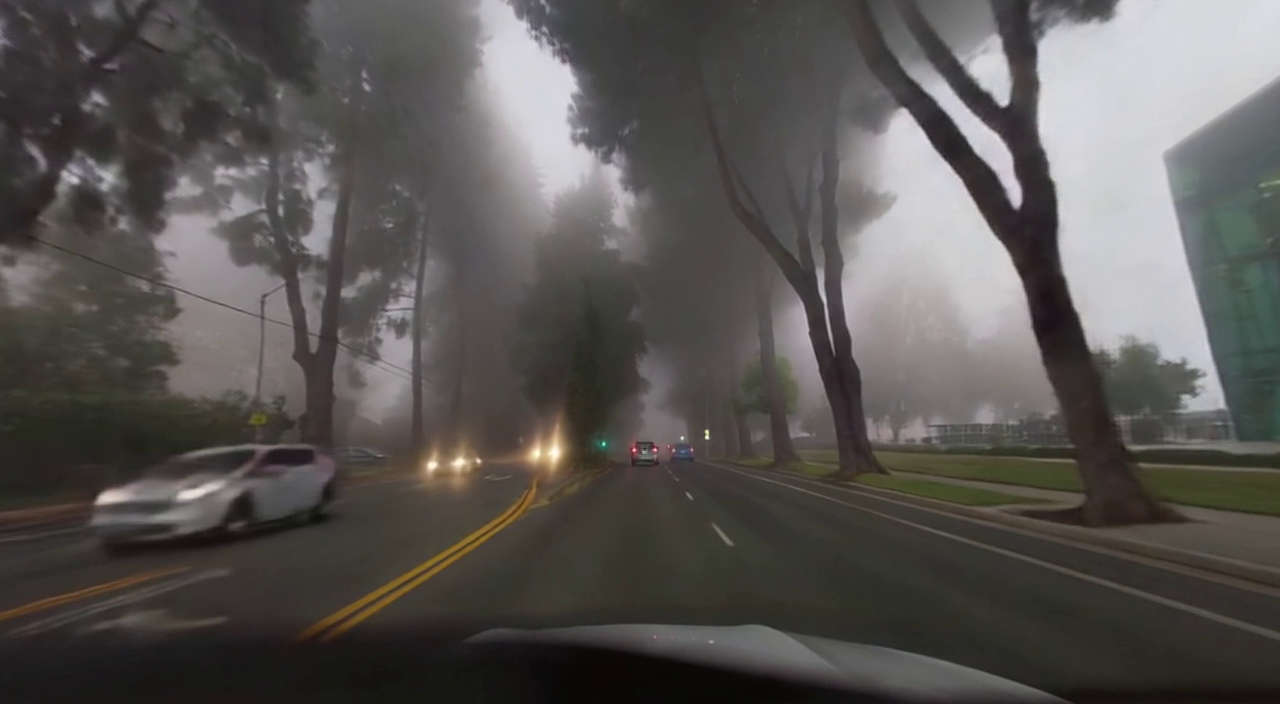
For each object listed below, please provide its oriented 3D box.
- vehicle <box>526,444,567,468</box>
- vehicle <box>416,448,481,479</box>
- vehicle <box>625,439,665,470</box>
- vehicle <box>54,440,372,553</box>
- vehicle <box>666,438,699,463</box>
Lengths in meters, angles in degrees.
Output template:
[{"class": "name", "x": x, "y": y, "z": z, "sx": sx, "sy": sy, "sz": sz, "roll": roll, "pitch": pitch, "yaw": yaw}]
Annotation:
[{"class": "vehicle", "x": -6.331, "y": 7.068, "z": 43.033, "sx": 2.020, "sy": 1.512, "sz": 4.296, "roll": 0, "pitch": -8, "yaw": 1}, {"class": "vehicle", "x": -9.950, "y": 5.794, "z": 33.149, "sx": 1.932, "sy": 1.484, "sz": 4.683, "roll": 0, "pitch": -8, "yaw": 1}, {"class": "vehicle", "x": 0.234, "y": 5.659, "z": 34.977, "sx": 2.109, "sy": 1.612, "sz": 3.963, "roll": 0, "pitch": -8, "yaw": -1}, {"class": "vehicle", "x": -6.748, "y": 2.289, "z": 10.857, "sx": 2.081, "sy": 1.477, "sz": 4.760, "roll": 0, "pitch": -8, "yaw": 1}, {"class": "vehicle", "x": 3.240, "y": 7.582, "z": 48.522, "sx": 2.189, "sy": 1.766, "sz": 4.495, "roll": 0, "pitch": -8, "yaw": 0}]
